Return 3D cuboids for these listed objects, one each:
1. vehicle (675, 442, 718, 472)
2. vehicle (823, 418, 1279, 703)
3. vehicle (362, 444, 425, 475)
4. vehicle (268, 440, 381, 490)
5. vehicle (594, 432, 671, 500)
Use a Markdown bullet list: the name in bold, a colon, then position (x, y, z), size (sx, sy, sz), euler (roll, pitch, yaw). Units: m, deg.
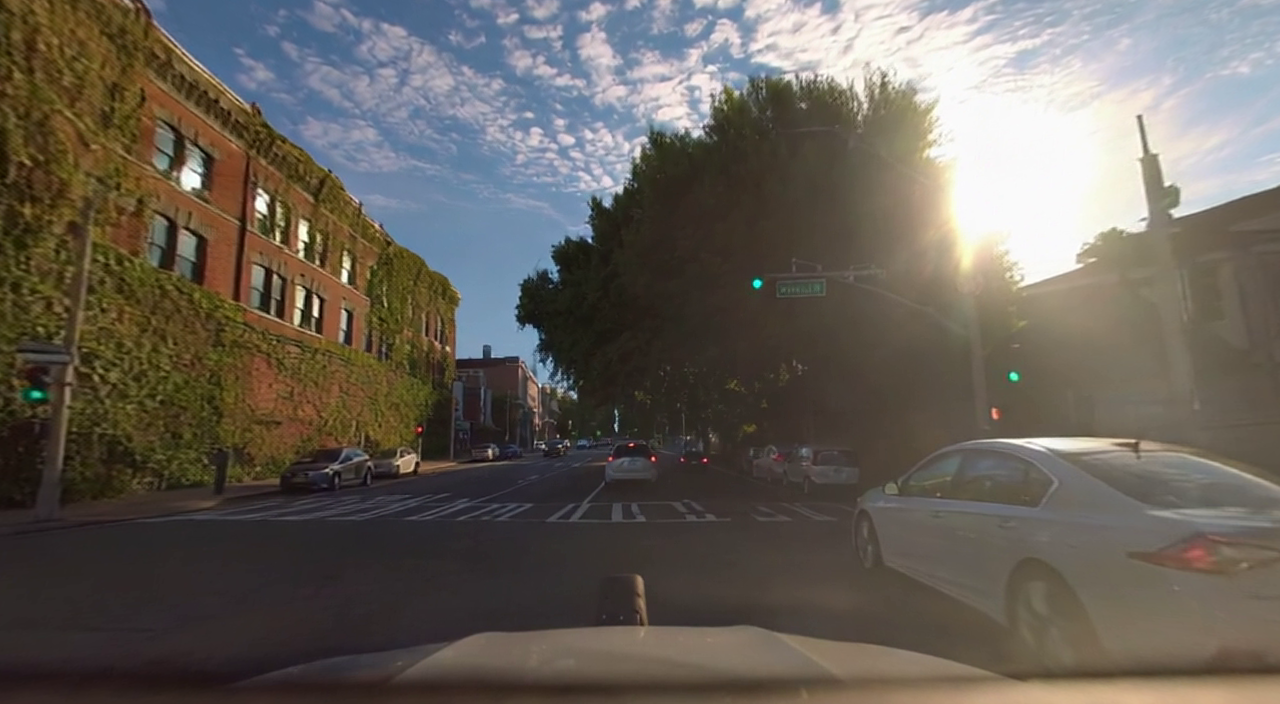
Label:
- **vehicle**: position (2.958, 5.599, 33.862), size (1.852, 1.462, 4.155), euler (0, -9, -1)
- **vehicle**: position (3.288, 1.425, 5.441), size (2.026, 1.499, 4.662), euler (0, -9, 0)
- **vehicle**: position (-14.331, 6.240, 36.953), size (1.891, 1.659, 4.360), euler (0, -9, 0)
- **vehicle**: position (-14.267, 5.116, 29.060), size (2.191, 2.011, 5.556), euler (-1, -9, 2)
- **vehicle**: position (-0.239, 3.453, 19.575), size (2.105, 1.842, 4.537), euler (0, -9, -1)
